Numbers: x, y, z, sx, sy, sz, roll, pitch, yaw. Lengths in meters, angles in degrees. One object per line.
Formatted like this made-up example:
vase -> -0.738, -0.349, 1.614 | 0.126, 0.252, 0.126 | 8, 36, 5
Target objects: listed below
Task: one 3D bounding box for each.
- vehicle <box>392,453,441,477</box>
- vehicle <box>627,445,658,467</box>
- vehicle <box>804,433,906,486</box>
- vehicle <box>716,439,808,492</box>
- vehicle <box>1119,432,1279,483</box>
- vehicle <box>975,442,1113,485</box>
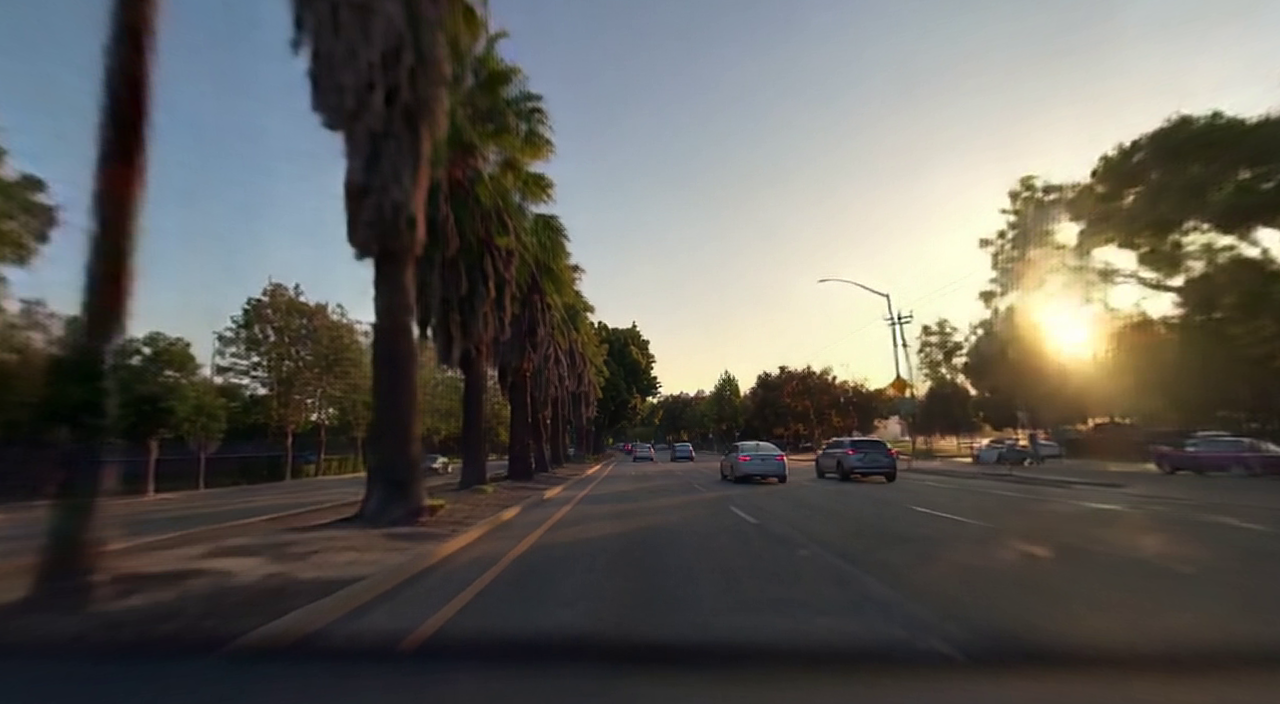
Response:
vehicle -> -16.821, 8.498, 47.770 | 1.972, 1.687, 4.480 | 0, -8, 0
vehicle -> 0.157, 7.151, 43.632 | 2.031, 1.444, 4.361 | 0, -8, -1
vehicle -> 7.221, 3.647, 21.734 | 1.916, 1.646, 4.258 | 0, -8, -1
vehicle -> 3.663, 3.491, 19.807 | 1.875, 1.452, 4.453 | 0, -8, -2
vehicle -> 21.574, 3.929, 24.125 | 2.109, 1.697, 5.547 | 0, -7, -2
vehicle -> 15.118, 4.169, 24.066 | 2.001, 1.463, 4.781 | 0, -8, -1
